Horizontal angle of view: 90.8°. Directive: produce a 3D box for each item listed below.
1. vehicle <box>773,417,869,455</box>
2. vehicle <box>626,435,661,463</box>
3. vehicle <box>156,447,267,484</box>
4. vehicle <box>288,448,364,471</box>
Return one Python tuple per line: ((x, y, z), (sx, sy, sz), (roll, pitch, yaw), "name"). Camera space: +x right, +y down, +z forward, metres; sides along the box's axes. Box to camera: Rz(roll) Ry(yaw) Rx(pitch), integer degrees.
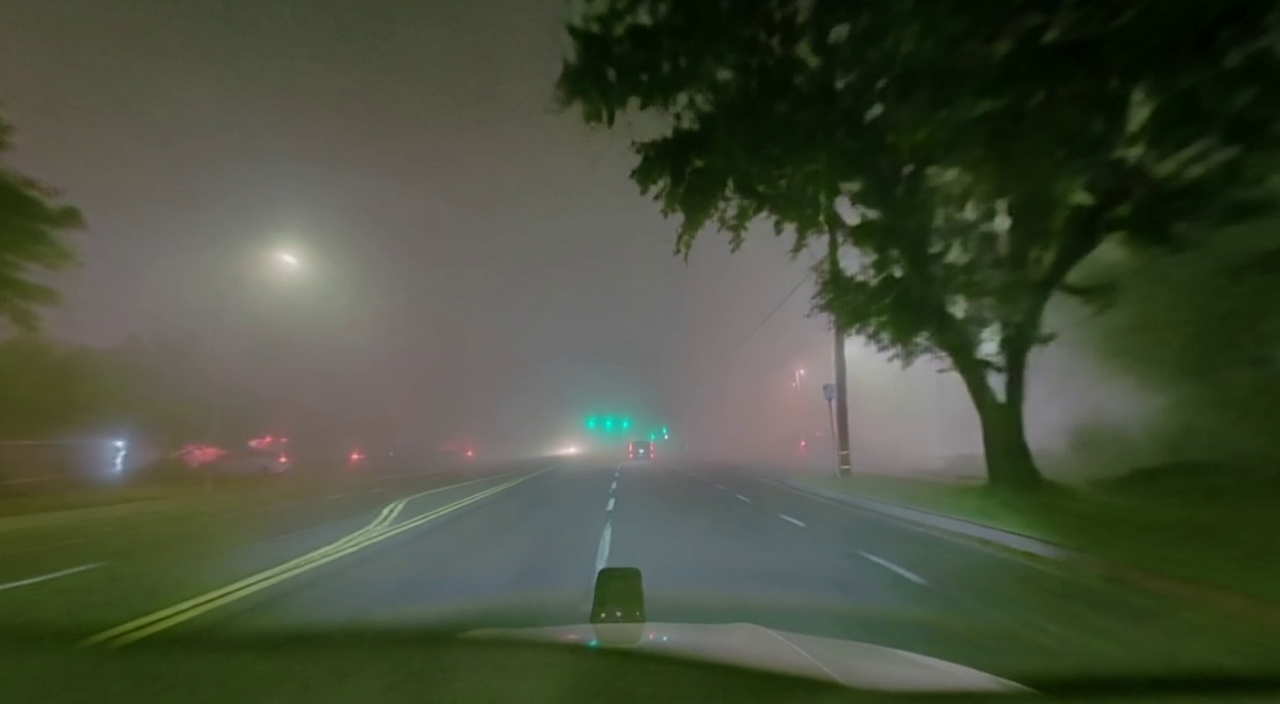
((11.863, 5.542, 41.620), (5.577, 2.450, 2.199), (0, -8, -3), "vehicle")
((0.159, 6.618, 43.187), (2.215, 1.799, 4.426), (0, -8, -2), "vehicle")
((-21.386, 5.651, 31.645), (4.206, 1.721, 1.807), (0, -8, 0), "vehicle")
((-22.252, 7.624, 44.883), (4.363, 1.503, 1.859), (0, -8, -3), "vehicle")
